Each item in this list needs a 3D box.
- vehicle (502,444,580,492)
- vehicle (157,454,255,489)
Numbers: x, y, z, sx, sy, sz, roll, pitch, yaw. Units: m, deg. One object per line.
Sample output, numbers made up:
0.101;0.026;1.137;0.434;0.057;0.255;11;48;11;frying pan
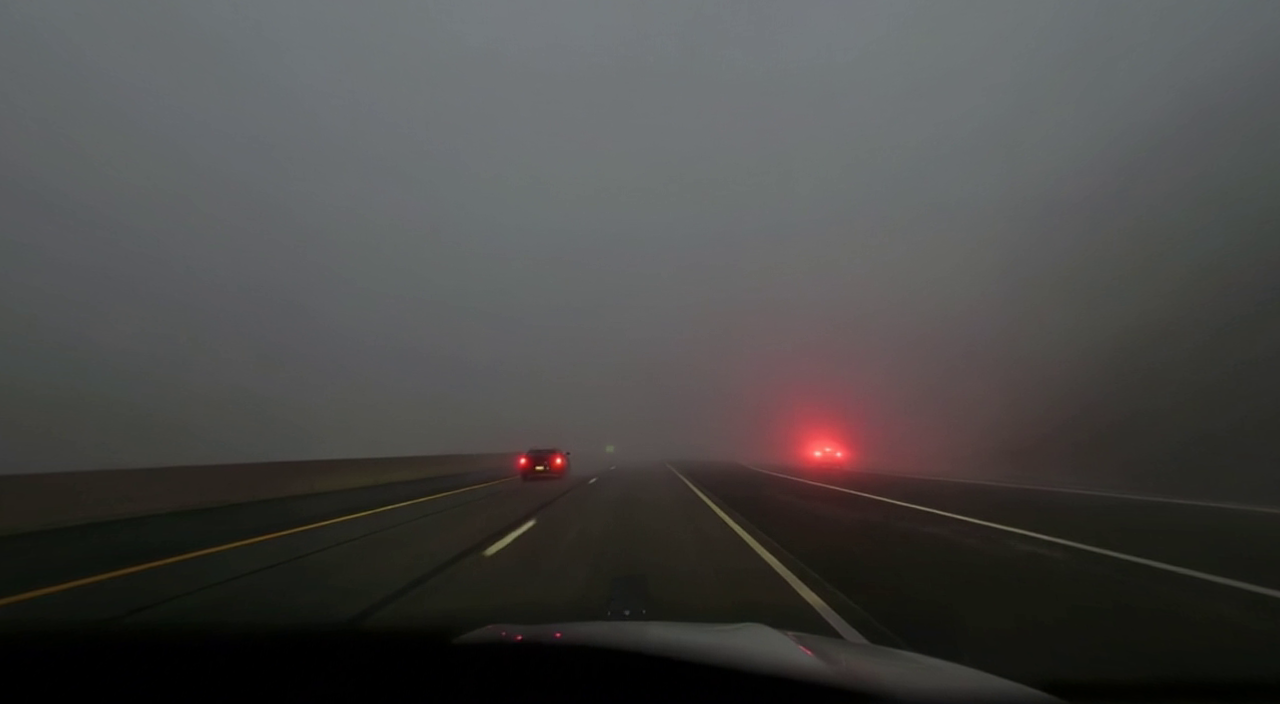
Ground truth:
-3.302;3.936;21.785;1.968;1.504;3.892;0;-8;1;vehicle
-20.249;5.564;29.603;1.755;1.449;4.009;0;-8;0;vehicle
